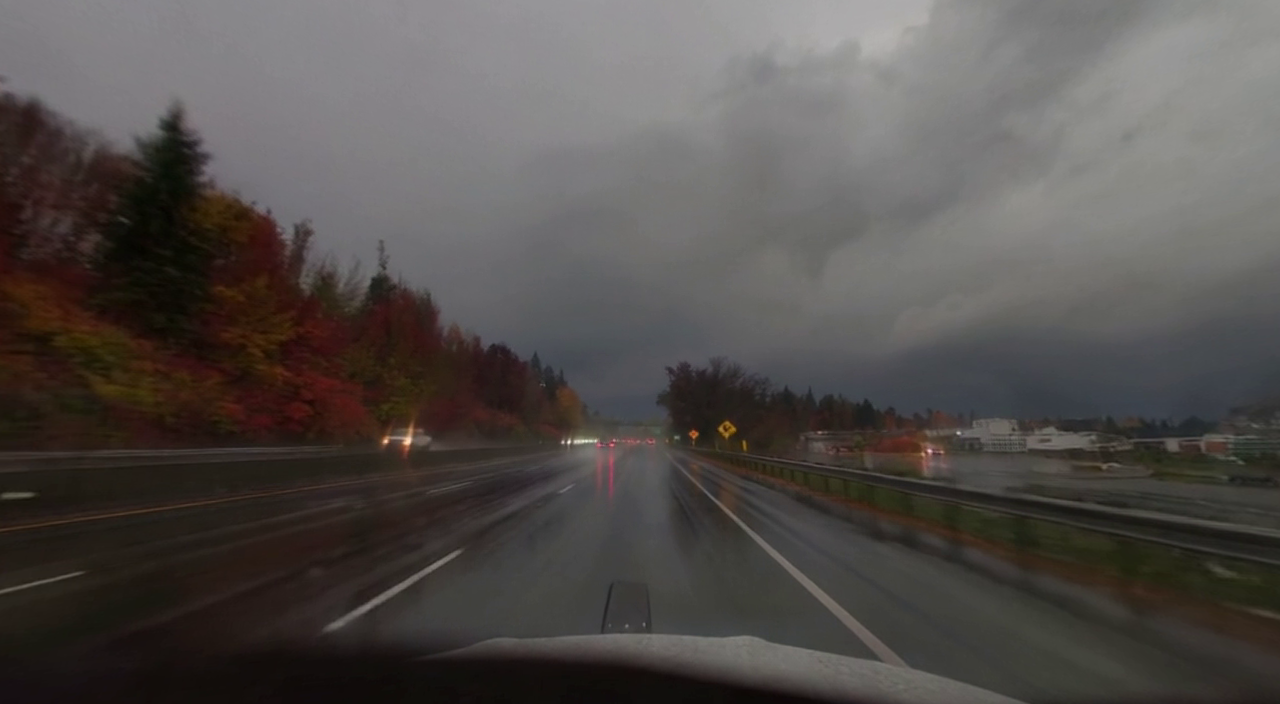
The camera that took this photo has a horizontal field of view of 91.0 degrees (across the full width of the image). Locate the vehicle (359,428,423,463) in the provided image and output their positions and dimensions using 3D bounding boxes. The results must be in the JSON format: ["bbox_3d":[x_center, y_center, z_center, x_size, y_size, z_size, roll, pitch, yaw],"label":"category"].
[{"bbox_3d":[-18.530,6.995,47.212,2.280,2.481,5.795,0,-8,2],"label":"vehicle"}]
